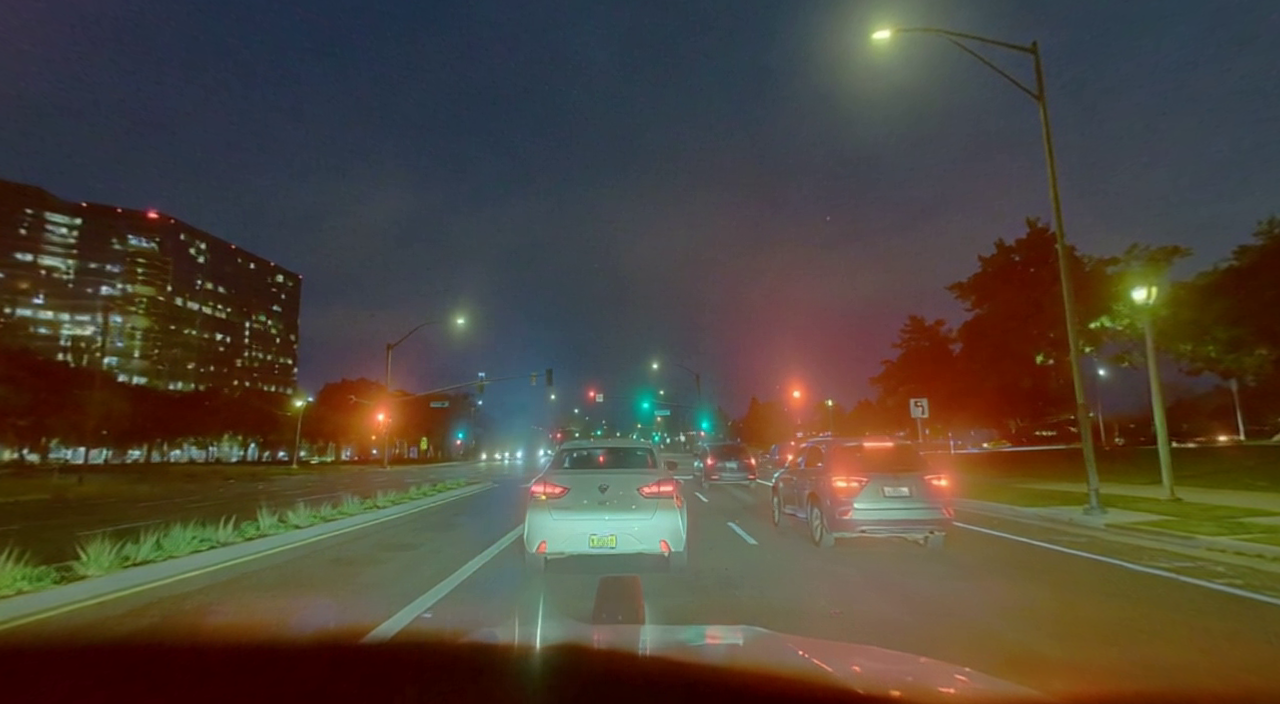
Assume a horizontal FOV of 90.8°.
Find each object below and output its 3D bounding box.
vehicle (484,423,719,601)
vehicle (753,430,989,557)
[{"bbox_3d":[-0.353,1.635,7.234,2.006,1.487,3.535,0,-9,-1],"label":"vehicle"},{"bbox_3d":[3.136,2.004,9.700,1.910,1.474,4.263,0,-9,-2],"label":"vehicle"}]
